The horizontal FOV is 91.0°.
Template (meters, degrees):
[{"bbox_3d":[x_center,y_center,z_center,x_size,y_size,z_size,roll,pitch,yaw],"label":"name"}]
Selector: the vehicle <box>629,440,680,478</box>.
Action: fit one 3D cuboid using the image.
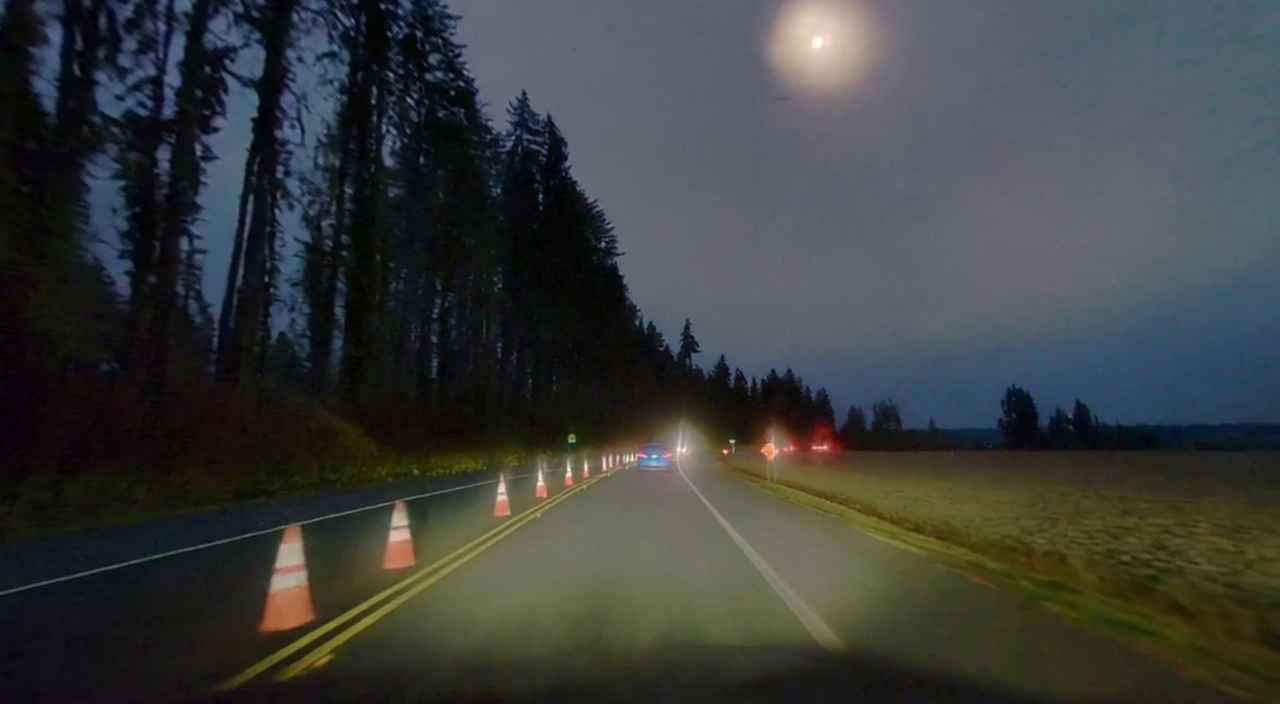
[{"bbox_3d":[0.660,4.552,27.103,2.042,1.489,3.963,0,-9,2],"label":"vehicle"}]
